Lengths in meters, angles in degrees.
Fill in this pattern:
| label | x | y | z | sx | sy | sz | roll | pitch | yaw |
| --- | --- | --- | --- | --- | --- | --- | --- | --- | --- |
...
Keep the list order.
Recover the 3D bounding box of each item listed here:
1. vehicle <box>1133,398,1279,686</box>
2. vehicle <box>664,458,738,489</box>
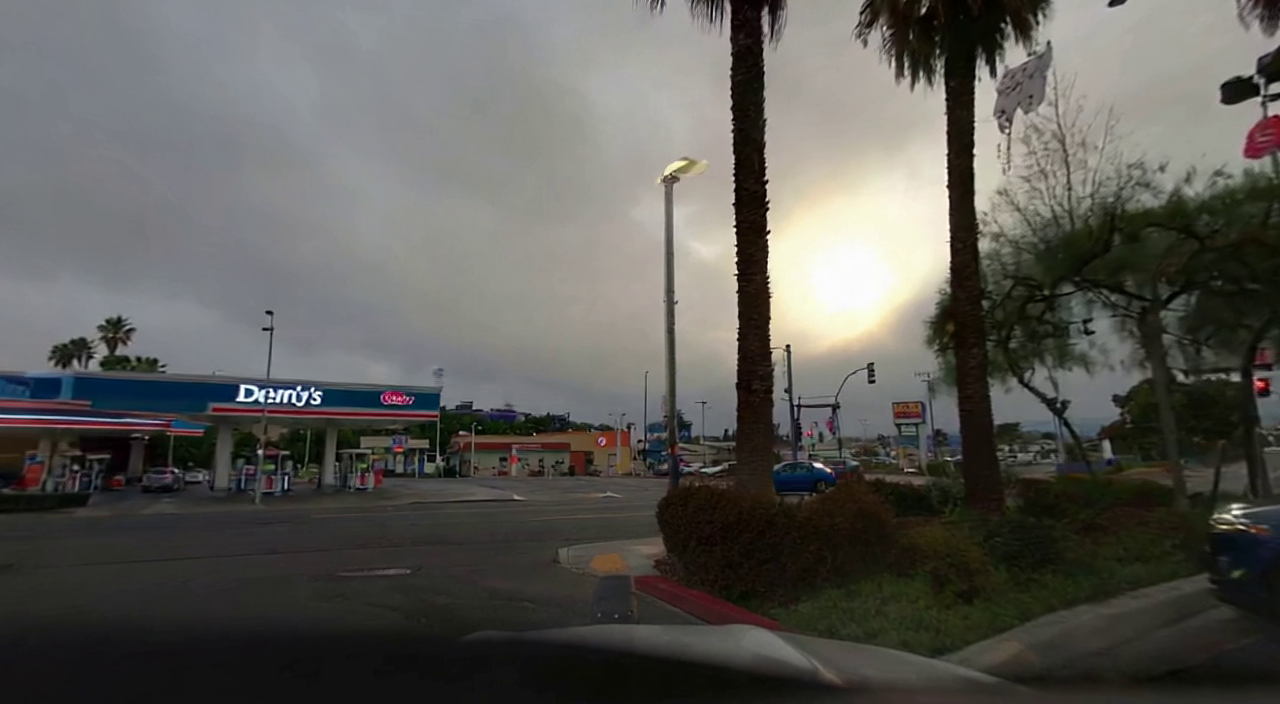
| label | x | y | z | sx | sy | sz | roll | pitch | yaw |
| --- | --- | --- | --- | --- | --- | --- | --- | --- | --- |
| vehicle | 5.182 | 0.813 | 2.252 | 2.109 | 1.490 | 4.831 | 4 | -10 | -28 |
| vehicle | 4.414 | 8.713 | 45.493 | 4.880 | 1.754 | 2.202 | 3 | -6 | -30 |
